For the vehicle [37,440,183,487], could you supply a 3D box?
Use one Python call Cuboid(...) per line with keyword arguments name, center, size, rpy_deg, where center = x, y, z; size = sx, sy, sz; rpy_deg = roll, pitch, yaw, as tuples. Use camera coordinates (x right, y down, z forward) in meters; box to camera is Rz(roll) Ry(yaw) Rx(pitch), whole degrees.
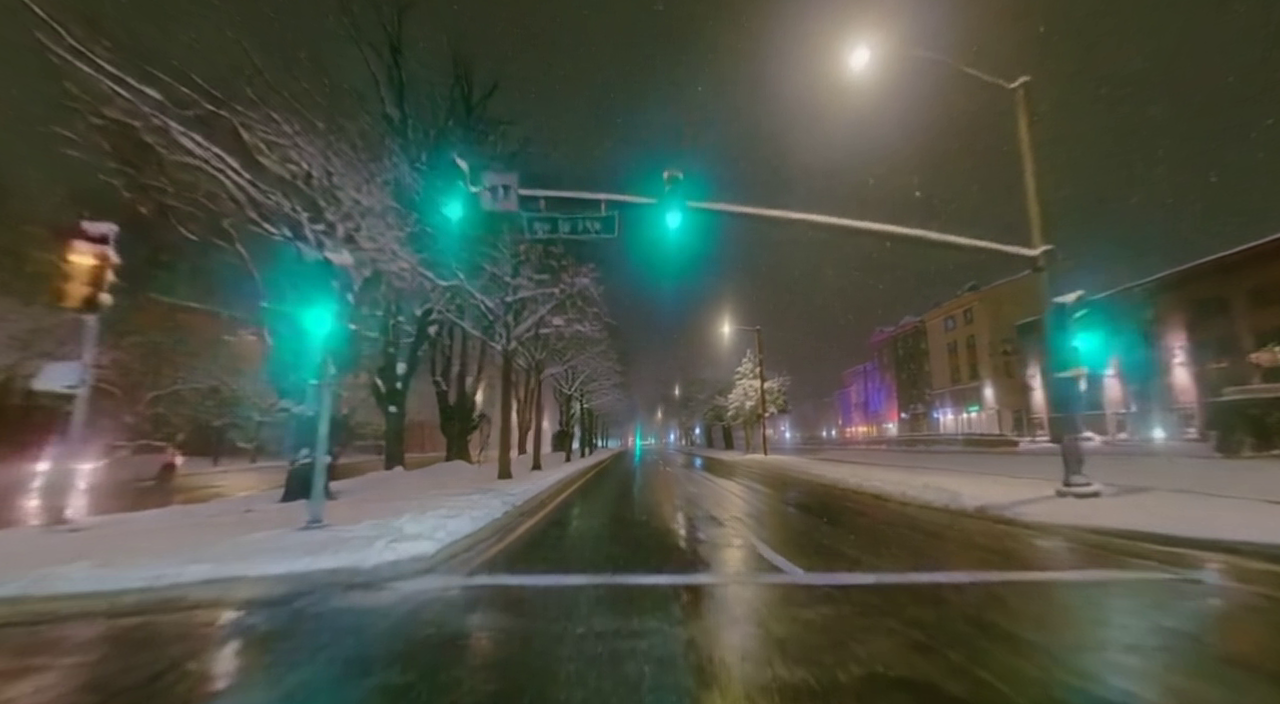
Cuboid(name="vehicle", center=(-21.506, 4.517, 25.864), size=(2.016, 1.705, 4.547), rpy_deg=(-1, -9, 0))
